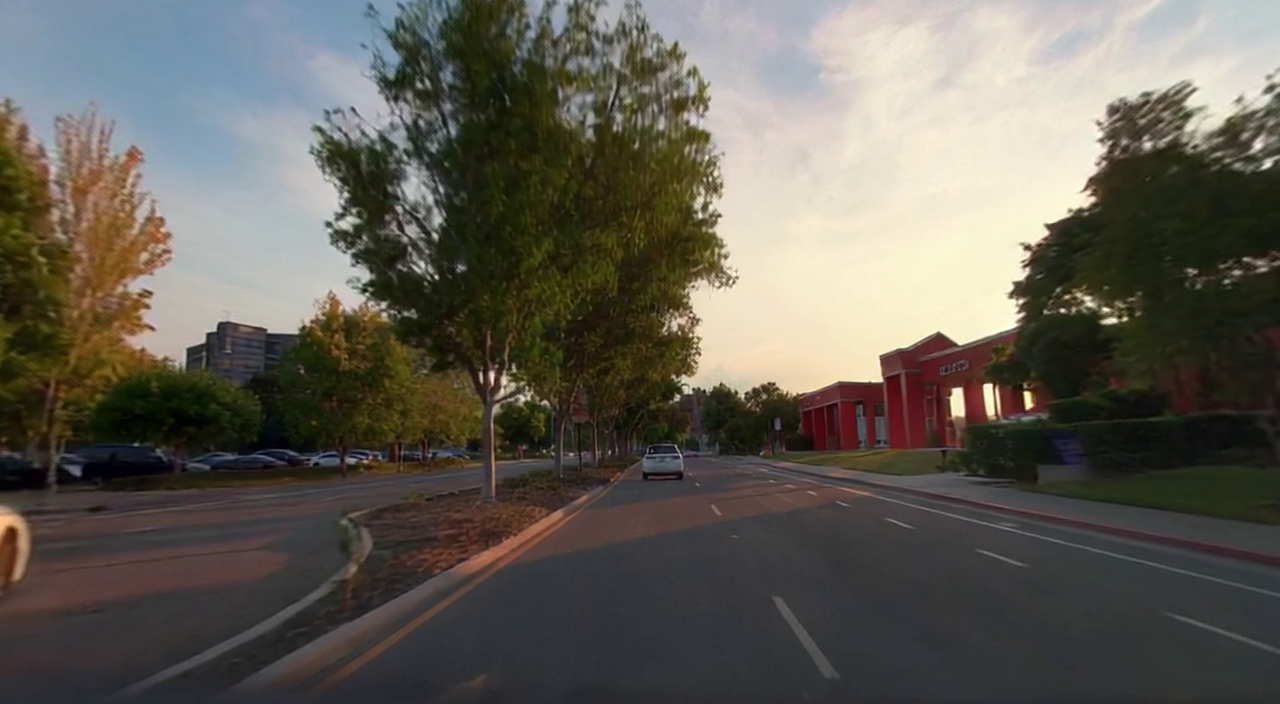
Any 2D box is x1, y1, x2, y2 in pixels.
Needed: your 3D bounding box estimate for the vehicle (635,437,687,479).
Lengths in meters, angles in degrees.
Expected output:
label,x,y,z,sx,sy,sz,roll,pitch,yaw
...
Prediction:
label,x,y,z,sx,sy,sz,roll,pitch,yaw
vehicle,0.930,4.680,28.170,2.123,1.703,4.292,-1,-8,2
